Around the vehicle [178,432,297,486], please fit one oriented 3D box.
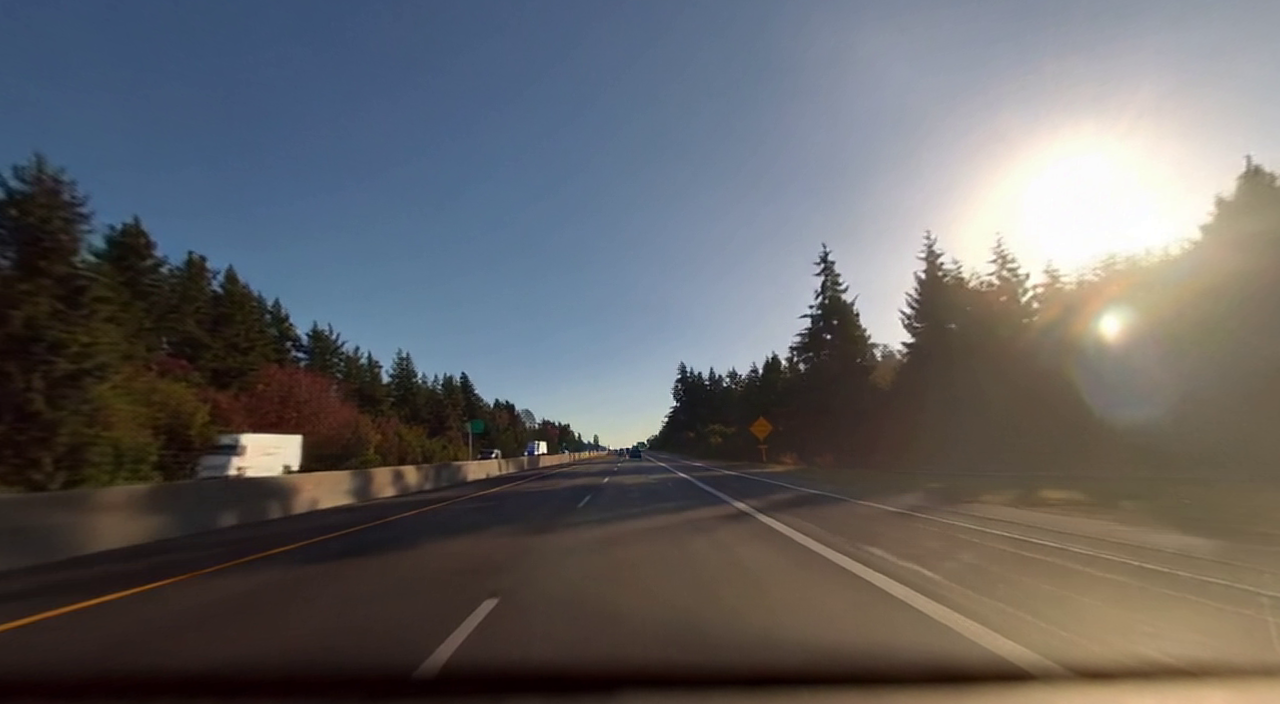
[{"bbox_3d":[-20.982,5.586,33.297,2.382,2.549,5.609,0,-9,1],"label":"vehicle"}]
